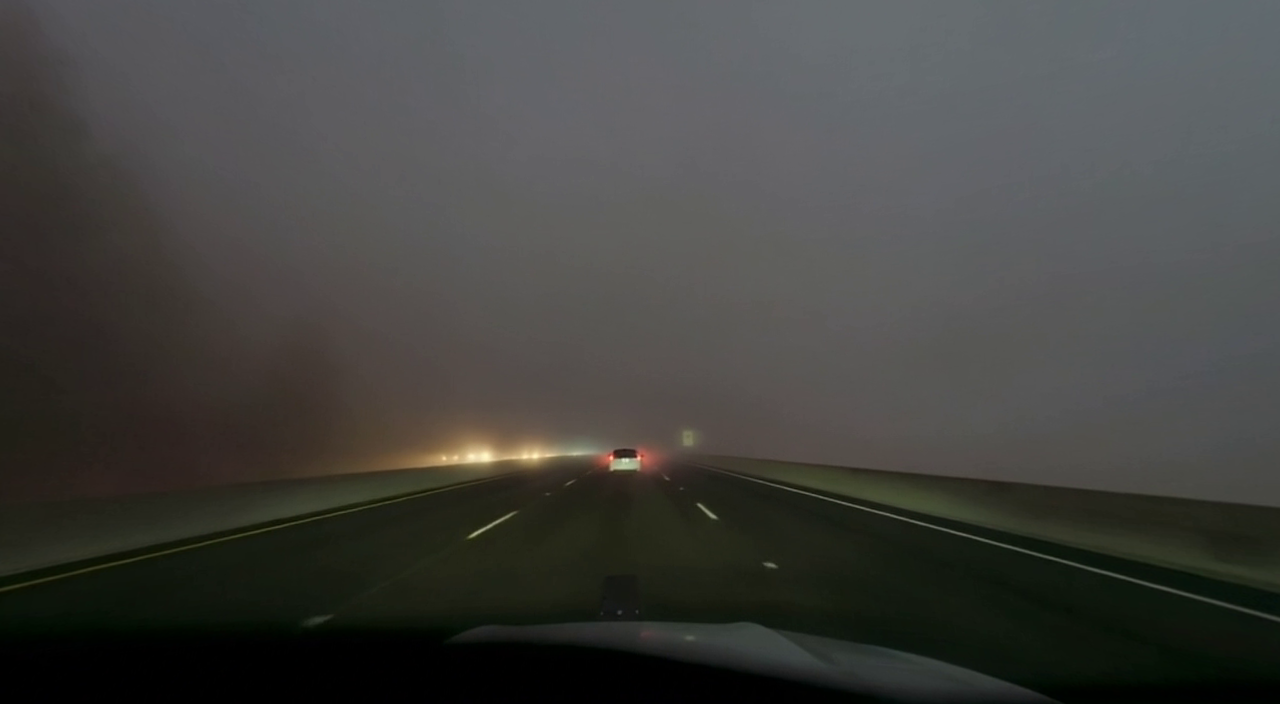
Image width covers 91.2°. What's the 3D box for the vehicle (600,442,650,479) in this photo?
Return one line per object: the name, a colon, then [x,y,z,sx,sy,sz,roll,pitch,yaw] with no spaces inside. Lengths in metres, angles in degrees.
vehicle: [-0.642,4.846,28.187,2.095,1.537,4.017,0,-9,-1]
